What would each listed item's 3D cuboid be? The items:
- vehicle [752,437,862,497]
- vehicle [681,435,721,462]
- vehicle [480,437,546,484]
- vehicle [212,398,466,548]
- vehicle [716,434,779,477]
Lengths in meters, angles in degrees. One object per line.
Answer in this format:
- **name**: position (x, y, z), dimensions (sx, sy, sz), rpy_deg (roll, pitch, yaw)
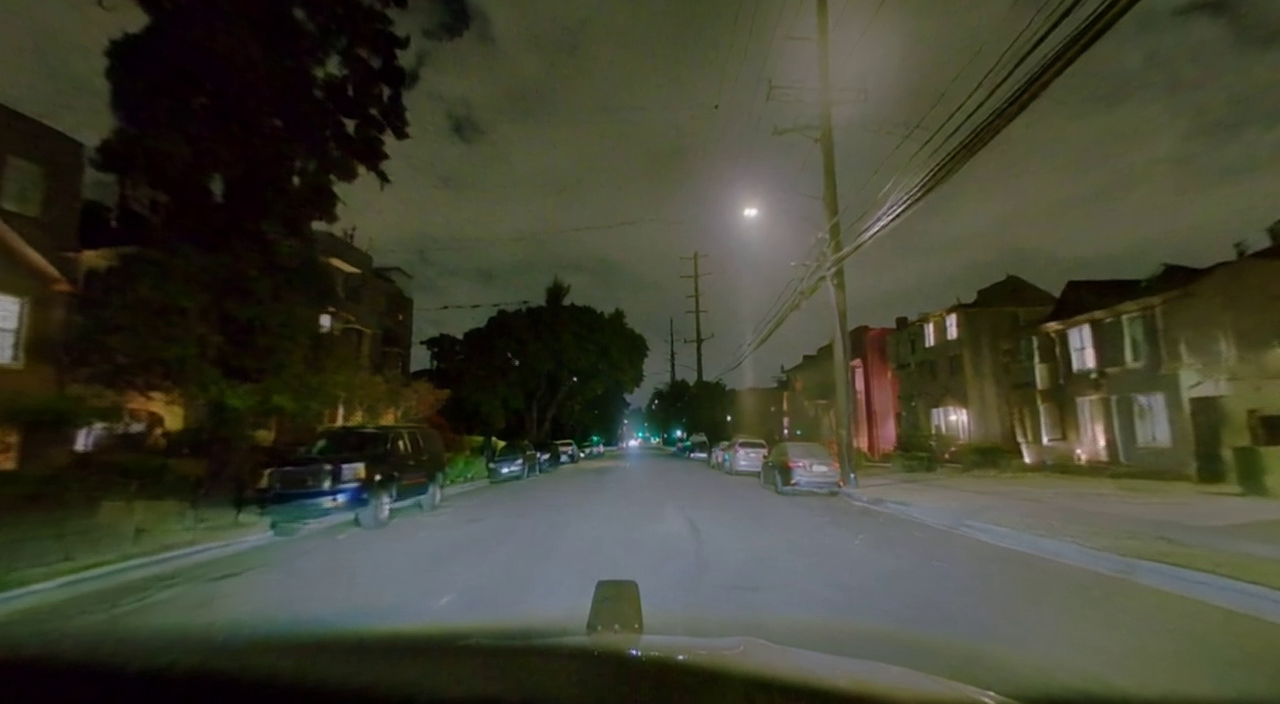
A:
- **vehicle**: position (4.436, 3.111, 17.527), dimensions (1.893, 1.437, 4.369), rpy_deg (0, -8, 0)
- **vehicle**: position (4.443, 7.132, 46.907), dimensions (2.279, 1.848, 5.577), rpy_deg (0, -8, -2)
- **vehicle**: position (-5.263, 4.501, 26.680), dimensions (1.873, 1.709, 4.206), rpy_deg (-4, -8, 0)
- **vehicle**: position (-5.262, 2.201, 12.272), dimensions (2.242, 2.135, 5.566), rpy_deg (-2, -8, 0)
- **vehicle**: position (4.390, 4.295, 26.514), dimensions (1.979, 1.620, 4.684), rpy_deg (0, -8, 2)
